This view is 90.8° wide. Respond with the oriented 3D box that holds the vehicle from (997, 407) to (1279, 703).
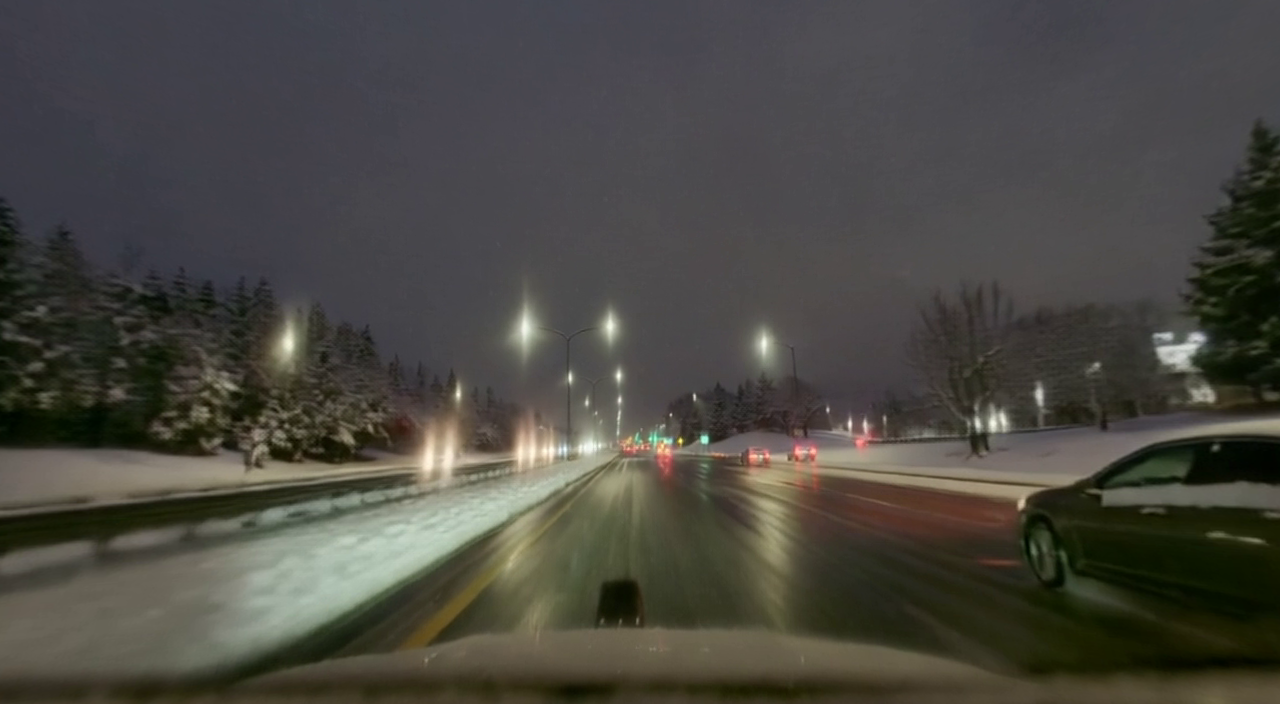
[{"bbox_3d":[3.859,0.951,2.525,2.018,1.477,4.800,0,-9,-1],"label":"vehicle"}]
